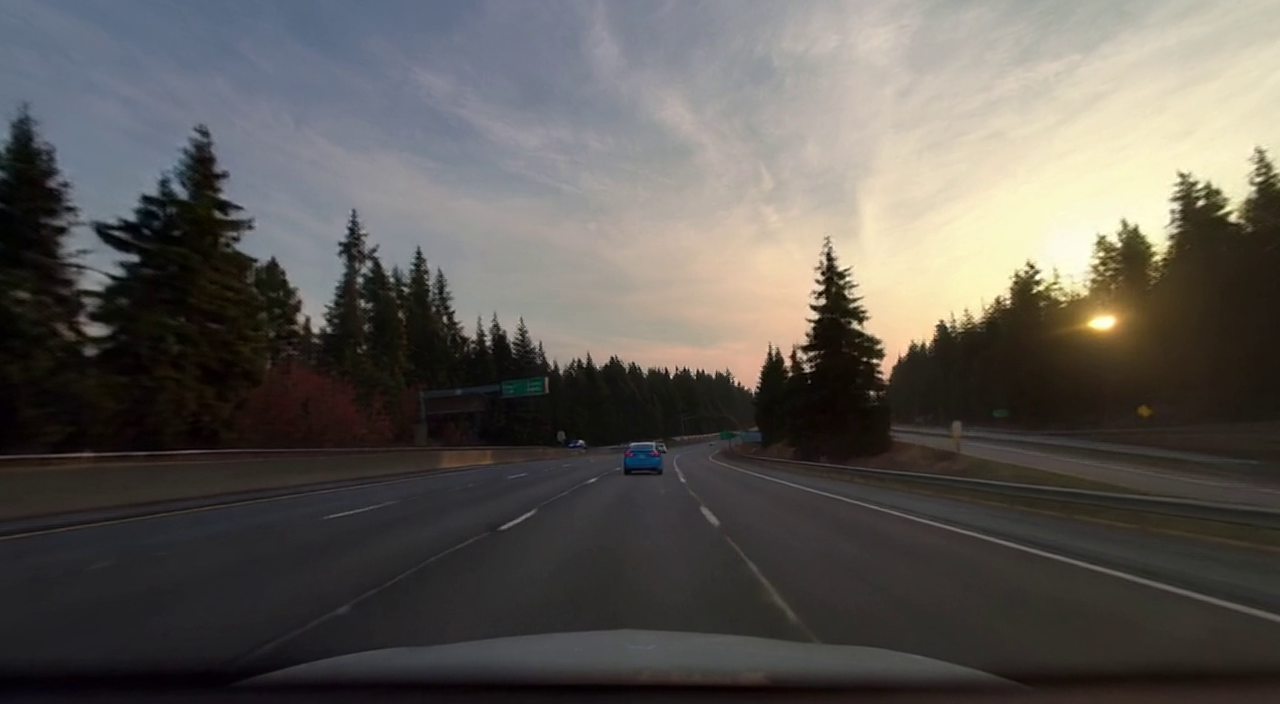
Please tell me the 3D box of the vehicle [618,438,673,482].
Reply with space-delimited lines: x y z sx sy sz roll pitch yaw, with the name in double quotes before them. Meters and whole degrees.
"vehicle" 0.323 4.549 26.704 2.133 1.686 4.203 -1 -8 3
